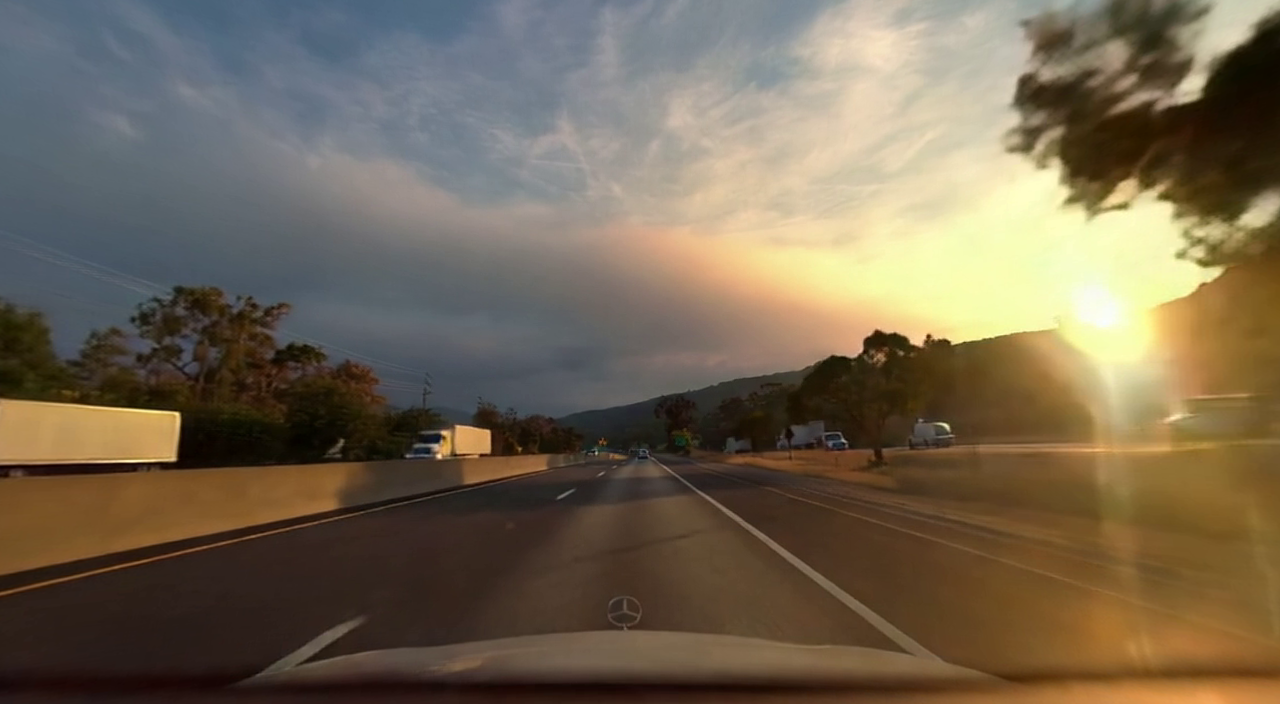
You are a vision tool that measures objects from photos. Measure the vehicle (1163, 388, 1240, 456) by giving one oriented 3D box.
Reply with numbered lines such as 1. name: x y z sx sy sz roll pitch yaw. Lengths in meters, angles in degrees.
1. vehicle: 37.522 4.882 41.865 2.837 3.906 12.616 -9 -12 43

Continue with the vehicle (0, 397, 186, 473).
1. vehicle: -38.509 5.757 42.572 3.133 4.363 16.928 0 -9 0
